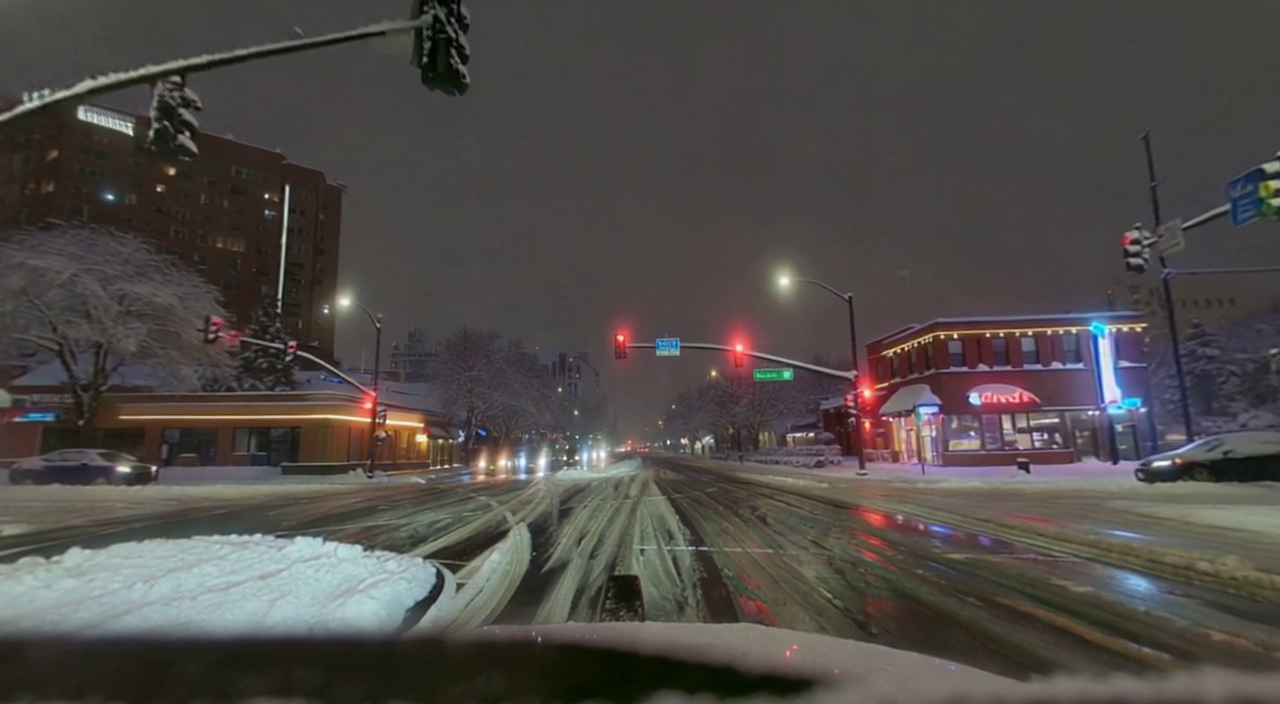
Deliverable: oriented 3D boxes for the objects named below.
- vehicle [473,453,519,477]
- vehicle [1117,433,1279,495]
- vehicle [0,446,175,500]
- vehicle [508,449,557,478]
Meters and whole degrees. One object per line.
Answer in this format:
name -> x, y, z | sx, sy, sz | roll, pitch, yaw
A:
vehicle -> -9.820, 7.734, 43.431 | 2.106, 1.505, 4.228 | 0, -9, 0
vehicle -> 15.434, 2.843, 16.197 | 4.651, 1.463, 1.880 | -2, -9, 8
vehicle -> -21.137, 4.589, 24.214 | 5.161, 1.910, 2.275 | -2, -9, 11
vehicle -> -6.754, 7.055, 40.180 | 2.181, 1.703, 4.512 | -1, -9, 2
